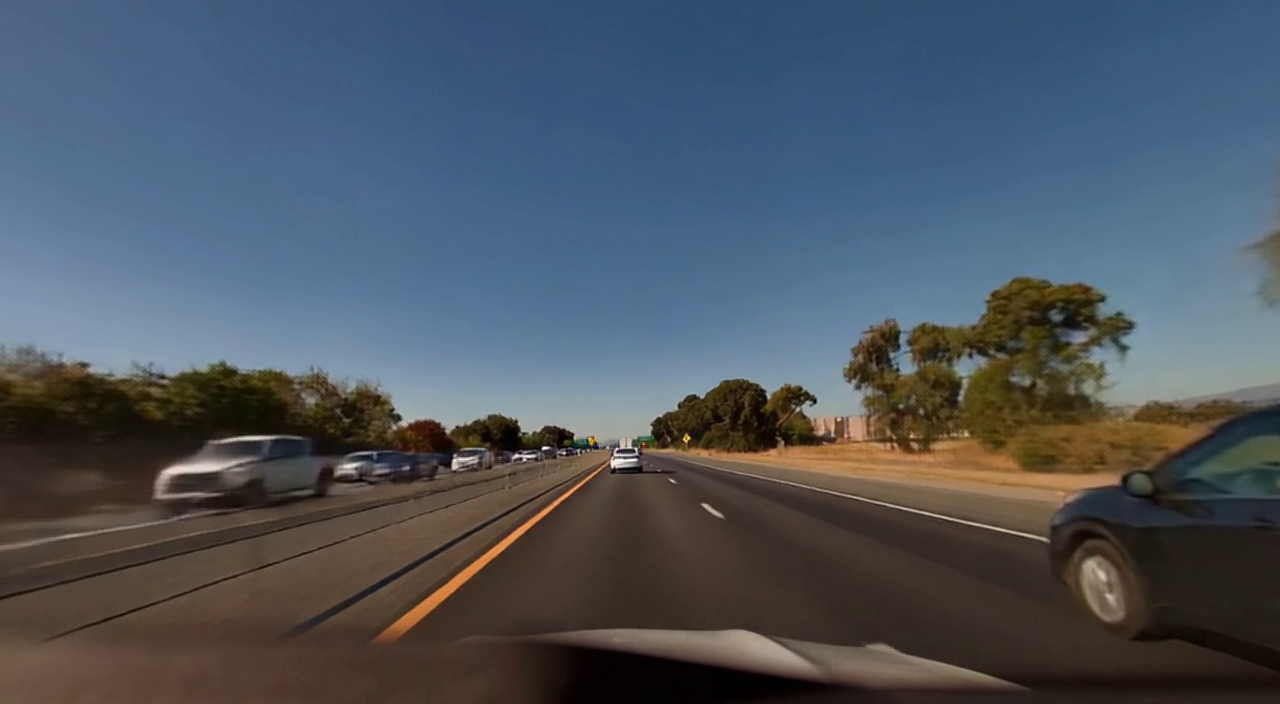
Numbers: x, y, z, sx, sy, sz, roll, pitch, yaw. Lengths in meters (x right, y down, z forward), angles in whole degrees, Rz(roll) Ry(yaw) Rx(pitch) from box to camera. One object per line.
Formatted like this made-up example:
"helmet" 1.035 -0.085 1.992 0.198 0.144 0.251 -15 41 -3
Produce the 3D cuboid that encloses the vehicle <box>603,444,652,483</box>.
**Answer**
"vehicle" -0.535 4.750 27.045 1.971 1.518 4.108 0 -9 -1

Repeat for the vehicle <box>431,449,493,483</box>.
"vehicle" -9.024 5.792 32.167 1.970 1.549 4.299 0 -9 0

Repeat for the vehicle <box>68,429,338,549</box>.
"vehicle" -7.806 2.457 11.908 2.019 1.809 4.361 0 -9 -1

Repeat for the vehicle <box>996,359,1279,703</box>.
"vehicle" 3.997 0.877 2.930 2.077 1.673 4.267 0 -9 -1

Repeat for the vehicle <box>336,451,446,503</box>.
"vehicle" -7.992 4.034 20.634 1.917 1.483 4.289 0 -9 -1
